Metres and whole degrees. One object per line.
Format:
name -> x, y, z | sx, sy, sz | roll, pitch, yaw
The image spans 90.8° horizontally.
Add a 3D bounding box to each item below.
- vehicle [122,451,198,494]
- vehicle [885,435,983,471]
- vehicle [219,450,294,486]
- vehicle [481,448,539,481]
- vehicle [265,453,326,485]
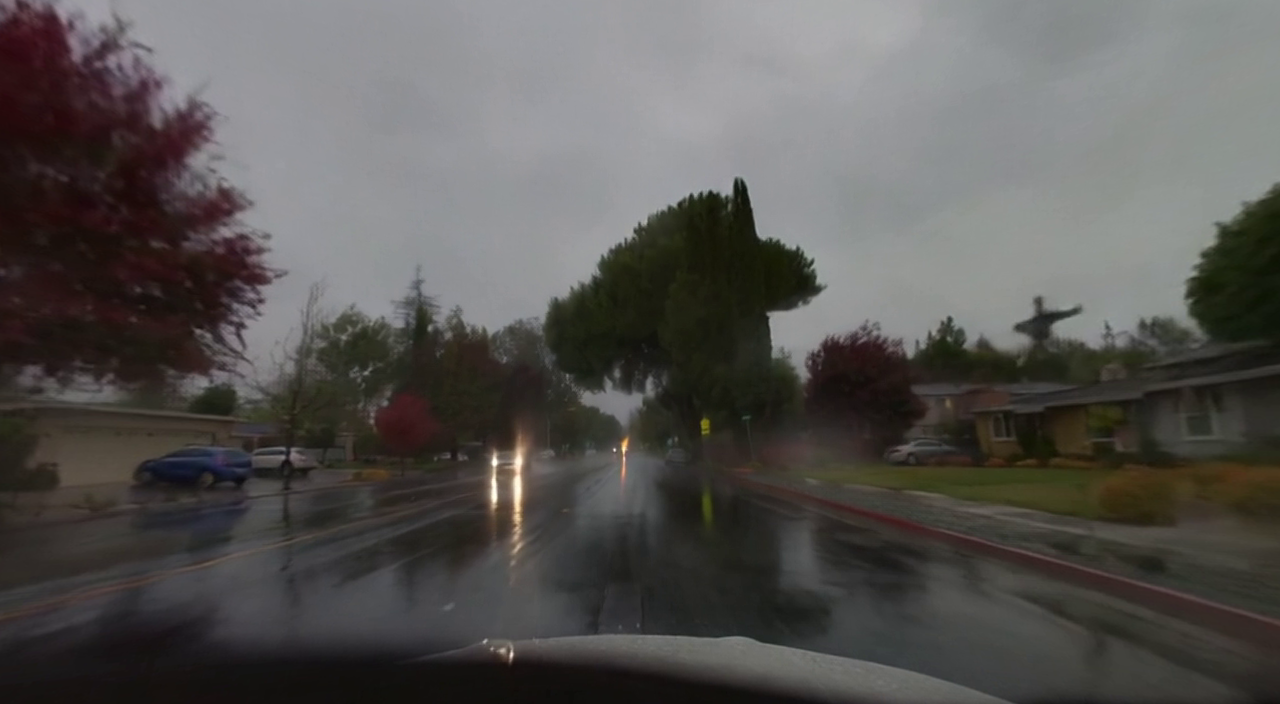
vehicle -> -22.610, 5.589, 29.718 | 2.253, 1.768, 4.266 | 8, -12, -43
vehicle -> 15.240, 5.269, 32.773 | 4.362, 1.702, 2.333 | 6, -11, -27
vehicle -> -22.945, 6.834, 37.676 | 5.429, 1.949, 2.437 | -9, -12, 44
vehicle -> -7.564, 6.578, 37.359 | 2.194, 1.761, 5.282 | 0, -9, 1
vehicle -> -22.388, 7.555, 40.974 | 4.273, 1.797, 2.129 | -6, -12, 44
